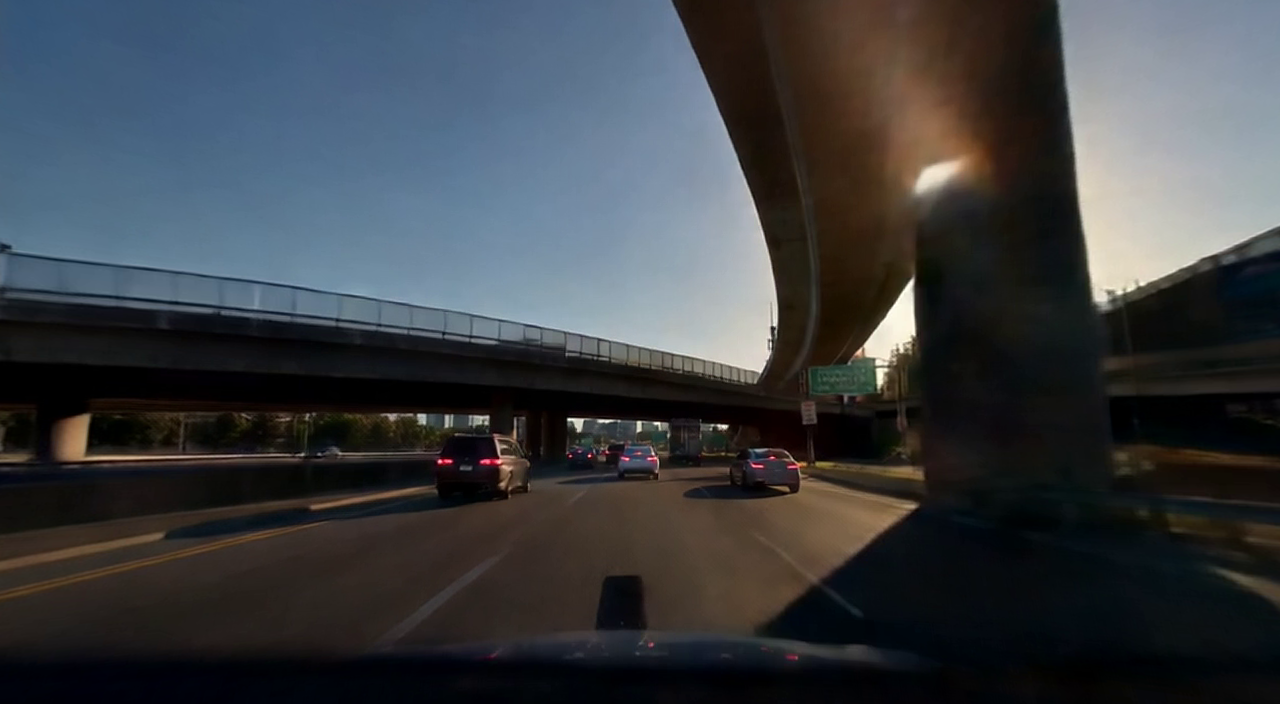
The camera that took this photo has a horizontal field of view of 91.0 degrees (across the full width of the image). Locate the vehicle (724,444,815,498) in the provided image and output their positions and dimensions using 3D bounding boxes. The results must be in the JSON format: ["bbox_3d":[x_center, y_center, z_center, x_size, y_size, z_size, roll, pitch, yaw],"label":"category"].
[{"bbox_3d":[3.949,3.683,19.894,1.974,1.490,3.994,0,-9,0],"label":"vehicle"}]

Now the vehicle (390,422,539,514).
[{"bbox_3d":[-3.913,2.683,15.055,2.142,1.819,4.648,0,-8,1],"label":"vehicle"}]

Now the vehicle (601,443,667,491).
[{"bbox_3d":[-0.168,3.945,22.042,2.089,1.493,3.964,0,-8,0],"label":"vehicle"}]

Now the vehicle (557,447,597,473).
[{"bbox_3d":[-3.687,6.373,37.537,1.868,1.431,4.055,0,-9,1],"label":"vehicle"}]
